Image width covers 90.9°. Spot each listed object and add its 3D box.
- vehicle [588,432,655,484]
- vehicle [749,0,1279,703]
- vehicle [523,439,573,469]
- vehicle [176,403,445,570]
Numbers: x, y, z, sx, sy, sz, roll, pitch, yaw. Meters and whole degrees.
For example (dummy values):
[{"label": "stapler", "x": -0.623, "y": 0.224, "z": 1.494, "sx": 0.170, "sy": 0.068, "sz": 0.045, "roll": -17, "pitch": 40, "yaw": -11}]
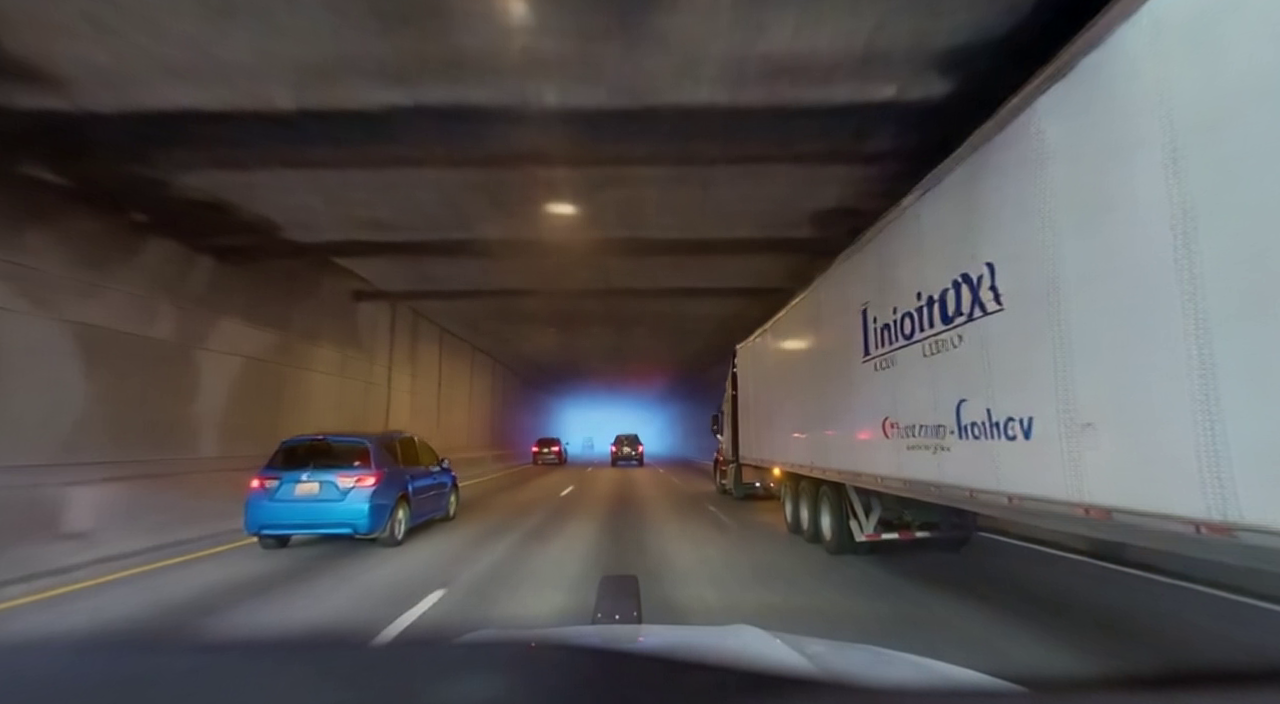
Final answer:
[{"label": "vehicle", "x": -0.607, "y": 3.620, "z": 21.762, "sx": 2.094, "sy": 1.600, "sz": 3.666, "roll": 0, "pitch": -8, "yaw": -1}, {"label": "vehicle", "x": 3.840, "y": 0.147, "z": 5.968, "sx": 2.842, "sy": 4.108, "sz": 14.081, "roll": 0, "pitch": -8, "yaw": -1}, {"label": "vehicle", "x": -4.652, "y": 5.240, "z": 32.583, "sx": 2.019, "sy": 1.435, "sz": 4.317, "roll": 0, "pitch": -8, "yaw": -1}, {"label": "vehicle", "x": -3.829, "y": 1.583, "z": 7.955, "sx": 1.826, "sy": 1.695, "sz": 2.870, "roll": 0, "pitch": -8, "yaw": -1}]
